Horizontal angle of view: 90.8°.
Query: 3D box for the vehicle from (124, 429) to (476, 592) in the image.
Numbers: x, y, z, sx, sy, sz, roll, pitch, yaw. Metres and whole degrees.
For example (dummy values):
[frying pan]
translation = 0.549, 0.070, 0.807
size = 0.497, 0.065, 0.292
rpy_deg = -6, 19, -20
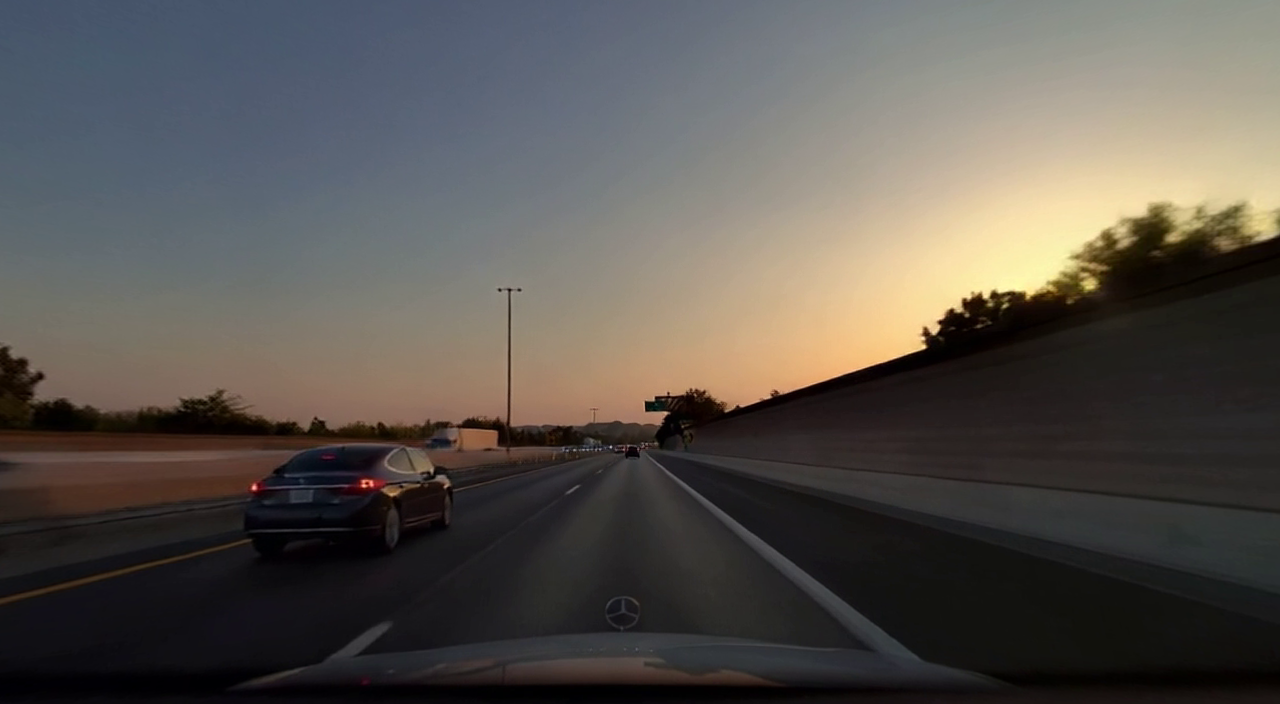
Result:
[vehicle]
translation = -3.904, 1.897, 8.453
size = 2.118, 1.562, 4.541
rpy_deg = 0, -9, 1
